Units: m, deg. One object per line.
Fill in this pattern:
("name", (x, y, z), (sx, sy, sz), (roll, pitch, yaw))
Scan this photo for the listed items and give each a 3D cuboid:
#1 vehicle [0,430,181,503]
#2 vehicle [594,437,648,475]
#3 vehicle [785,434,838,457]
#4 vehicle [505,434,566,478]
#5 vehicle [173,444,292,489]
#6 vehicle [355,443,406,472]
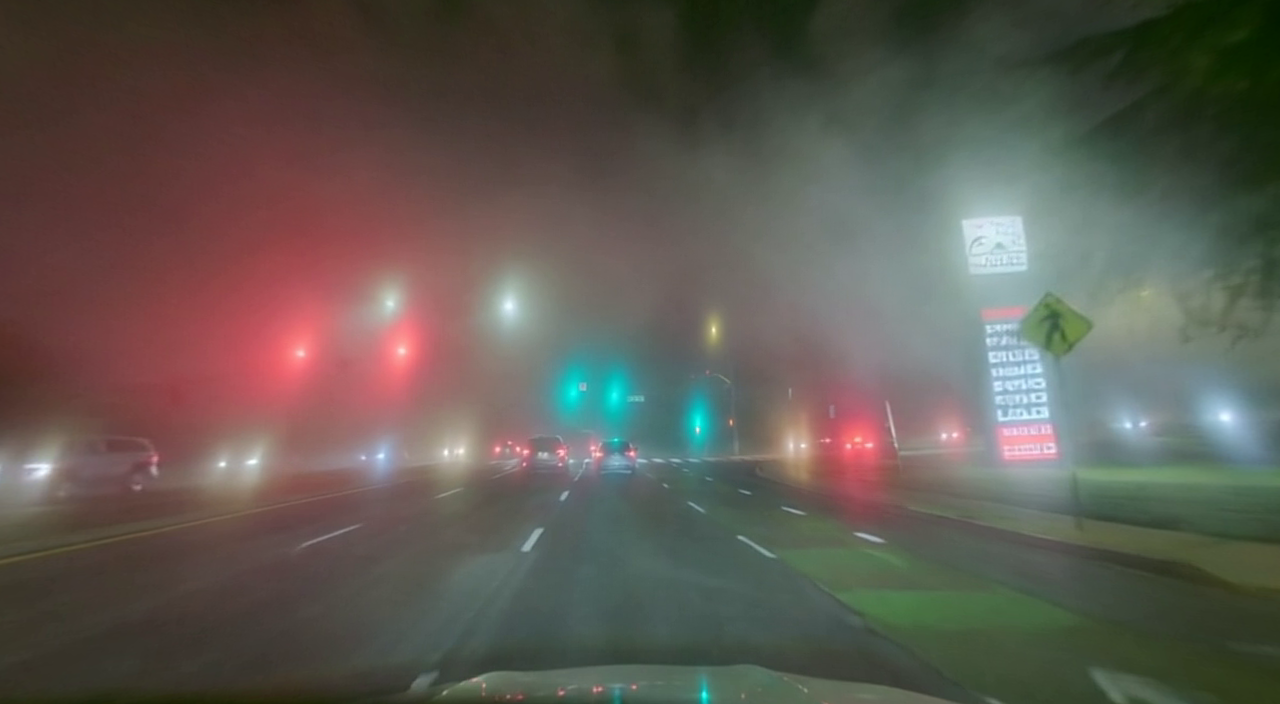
("vehicle", (-19.141, 3.849, 21.731), (2.655, 2.126, 5.813), (0, -9, -5))
("vehicle", (-0.885, 4.516, 27.653), (2.176, 1.489, 4.518), (0, -9, -3))
("vehicle", (13.022, 7.089, 47.770), (4.166, 1.622, 1.908), (8, -12, -43))
("vehicle", (-4.181, 4.235, 26.030), (2.057, 1.610, 4.891), (0, -9, -4))
("vehicle", (-15.799, 4.430, 24.864), (1.968, 1.557, 4.650), (1, -9, -6))
("vehicle", (-17.803, 7.256, 43.542), (1.985, 1.537, 4.013), (-5, -6, -4))
